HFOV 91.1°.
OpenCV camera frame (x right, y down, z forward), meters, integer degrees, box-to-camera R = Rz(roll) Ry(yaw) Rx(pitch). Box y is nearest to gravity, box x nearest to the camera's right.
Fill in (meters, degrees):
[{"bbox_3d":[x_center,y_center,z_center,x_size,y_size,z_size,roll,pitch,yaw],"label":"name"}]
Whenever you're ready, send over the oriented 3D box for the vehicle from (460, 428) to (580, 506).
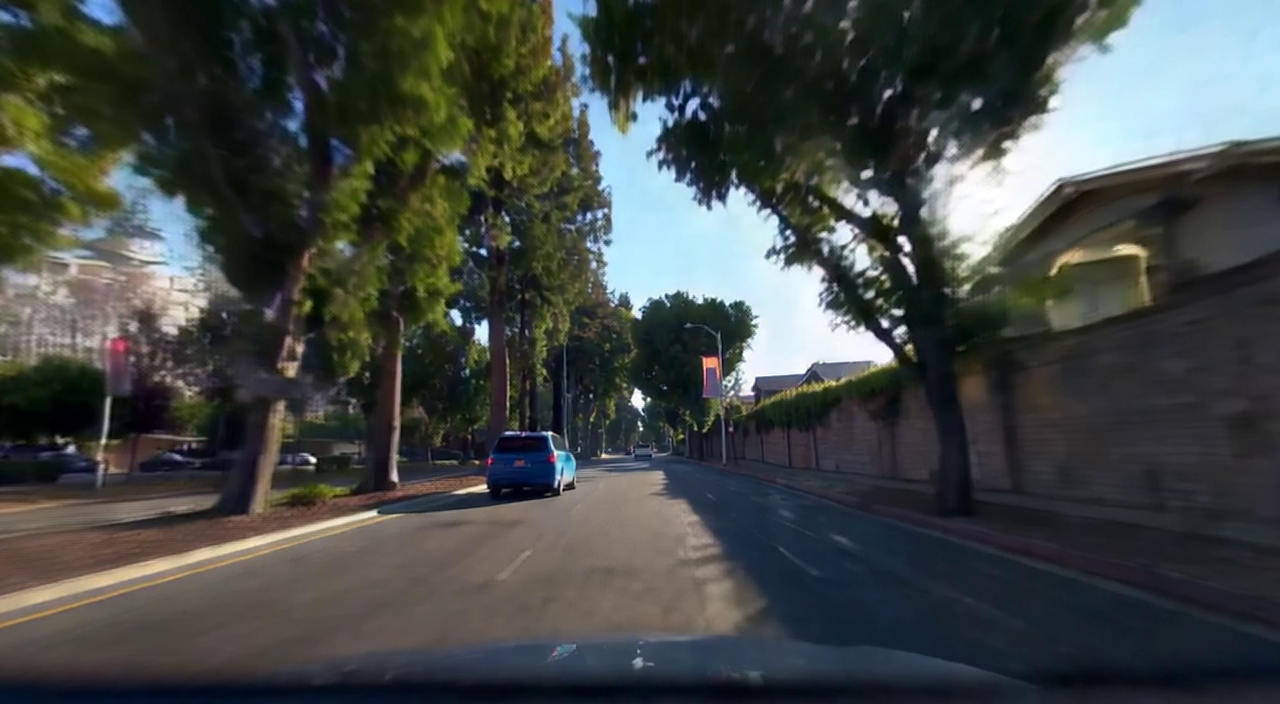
[{"bbox_3d":[-3.093,3.097,17.414,2.281,1.837,4.845,0,-9,1],"label":"vehicle"}]
